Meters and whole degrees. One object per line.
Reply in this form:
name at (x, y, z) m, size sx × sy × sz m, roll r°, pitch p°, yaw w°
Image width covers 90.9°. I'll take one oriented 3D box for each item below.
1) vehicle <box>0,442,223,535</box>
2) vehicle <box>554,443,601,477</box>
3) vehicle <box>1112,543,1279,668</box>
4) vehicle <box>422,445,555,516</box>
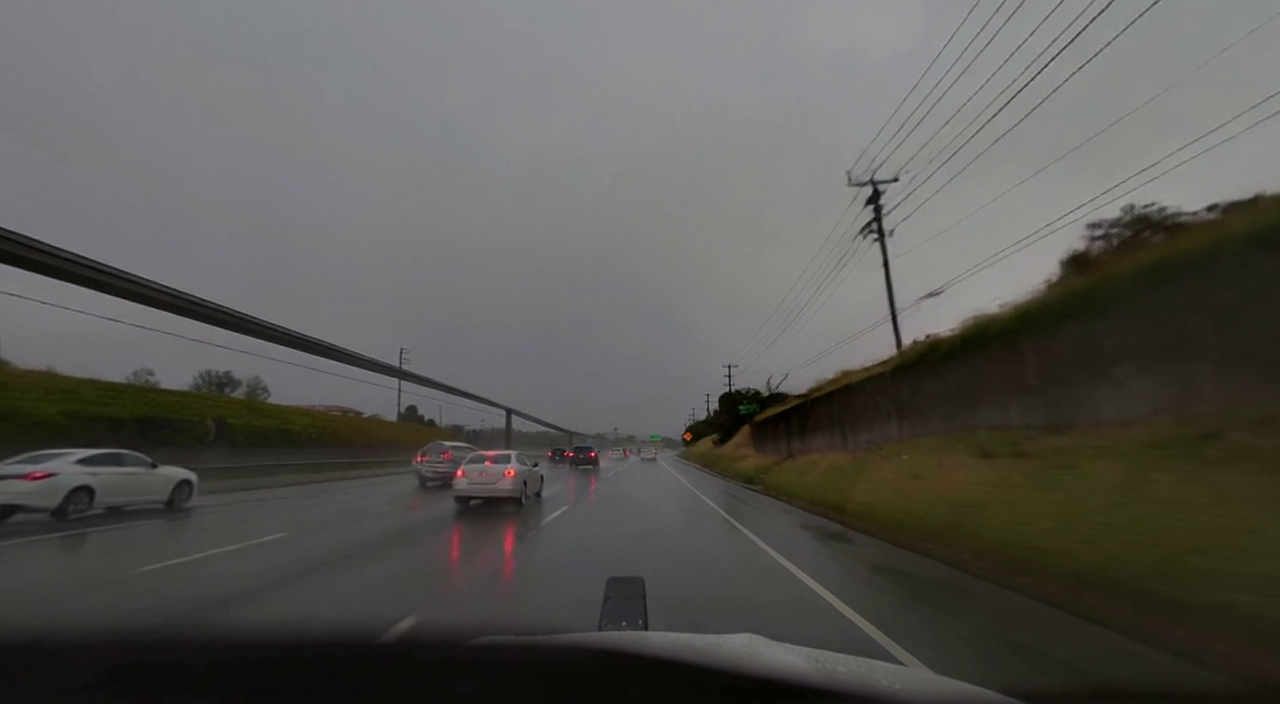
vehicle at (-11.156, 2.588, 12.773) m, size 1.978 × 1.498 × 4.940 m, roll 0°, pitch -8°, yaw 1°
vehicle at (-3.372, 5.944, 35.071) m, size 2.052 × 1.731 × 4.372 m, roll 0°, pitch -8°, yaw 2°
vehicle at (12.231, 5.079, 13.121) m, size 1.853 × 1.586 × 3.727 m, roll 0°, pitch -8°, yaw -1°
vehicle at (-3.438, 2.993, 15.292) m, size 2.056 × 1.449 × 4.330 m, roll 0°, pitch -8°, yaw 1°
